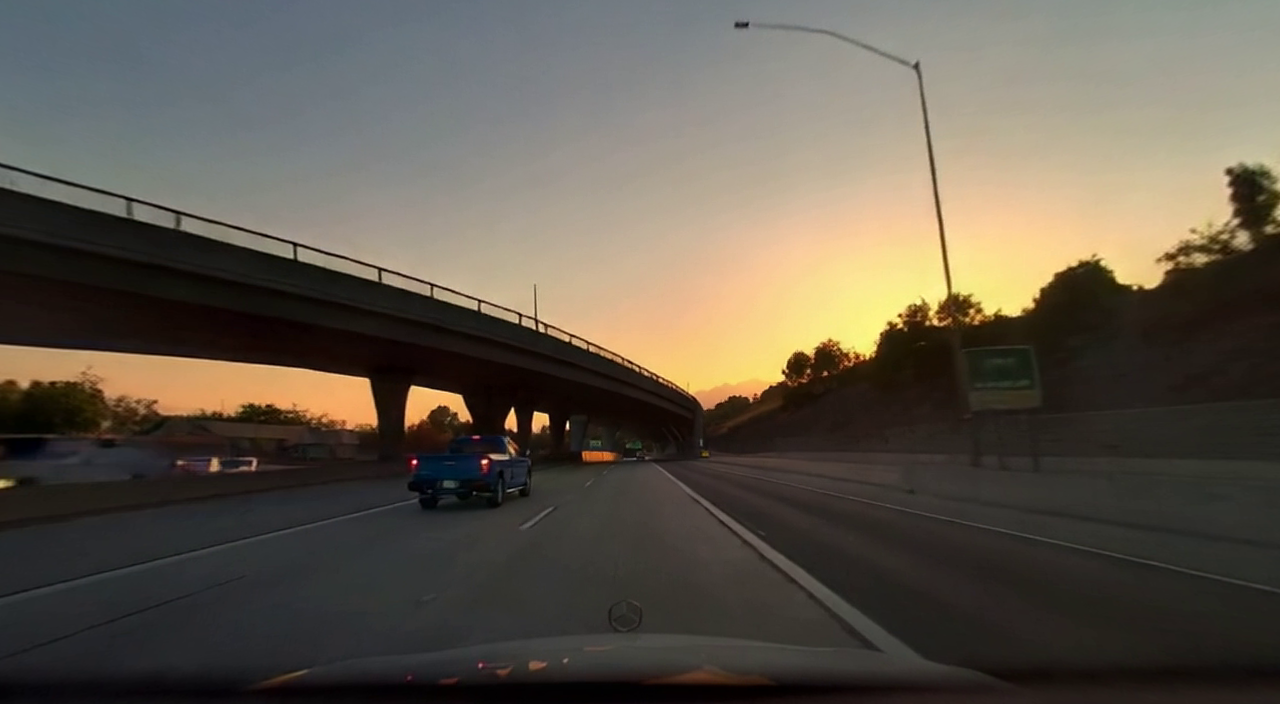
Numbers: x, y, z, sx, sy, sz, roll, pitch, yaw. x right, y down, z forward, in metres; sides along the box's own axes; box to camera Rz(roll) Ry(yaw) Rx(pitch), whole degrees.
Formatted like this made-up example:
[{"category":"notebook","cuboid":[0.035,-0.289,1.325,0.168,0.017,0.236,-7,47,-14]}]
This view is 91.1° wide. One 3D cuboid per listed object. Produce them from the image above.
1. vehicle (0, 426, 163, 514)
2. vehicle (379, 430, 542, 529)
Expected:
[{"category":"vehicle","cuboid":[-20.162,3.929,21.371,2.250,2.581,7.167,0,-9,-1]},{"category":"vehicle","cuboid":[-3.516,2.598,13.375,2.152,1.717,4.423,0,-9,0]}]
